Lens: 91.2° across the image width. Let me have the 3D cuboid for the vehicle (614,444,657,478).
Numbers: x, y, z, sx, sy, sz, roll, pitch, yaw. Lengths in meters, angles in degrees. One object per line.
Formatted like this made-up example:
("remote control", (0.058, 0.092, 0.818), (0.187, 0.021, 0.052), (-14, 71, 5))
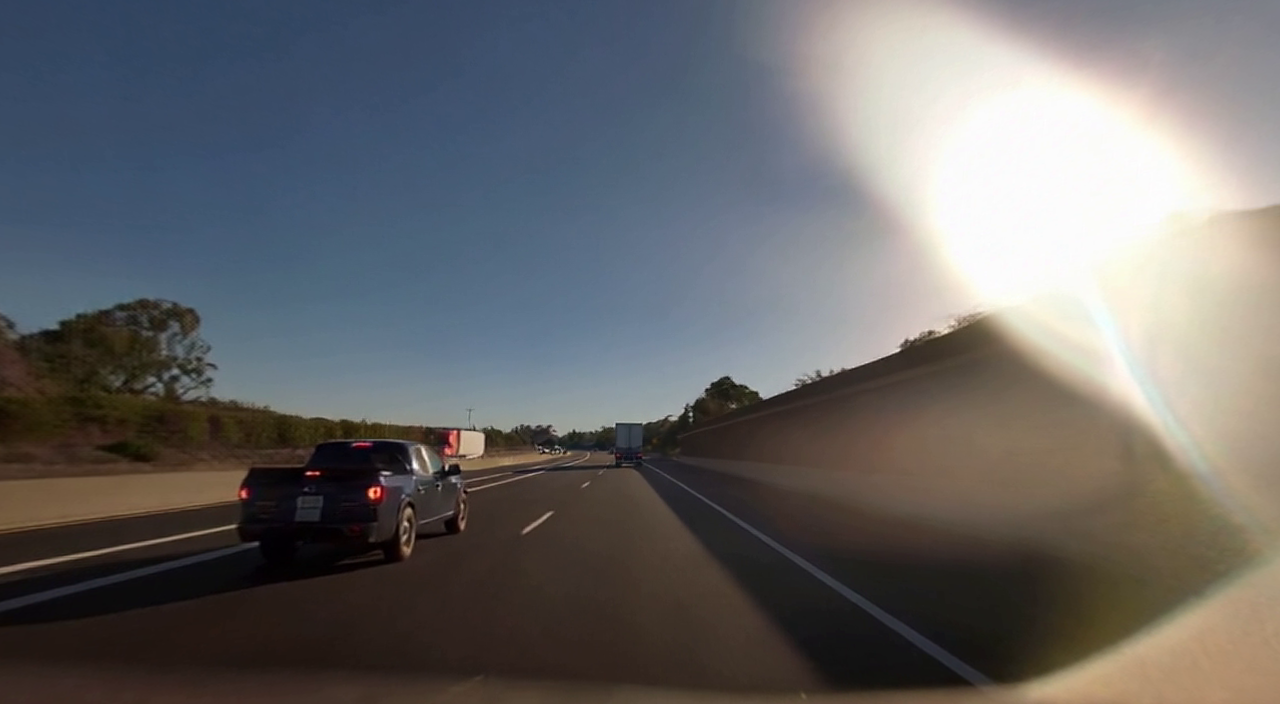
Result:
("vehicle", (-0.260, 5.962, 34.479), (2.230, 1.715, 4.243), (0, -9, -1))

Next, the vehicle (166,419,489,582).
("vehicle", (-3.781, 1.890, 8.845), (2.181, 1.653, 4.691), (0, -9, -1))
